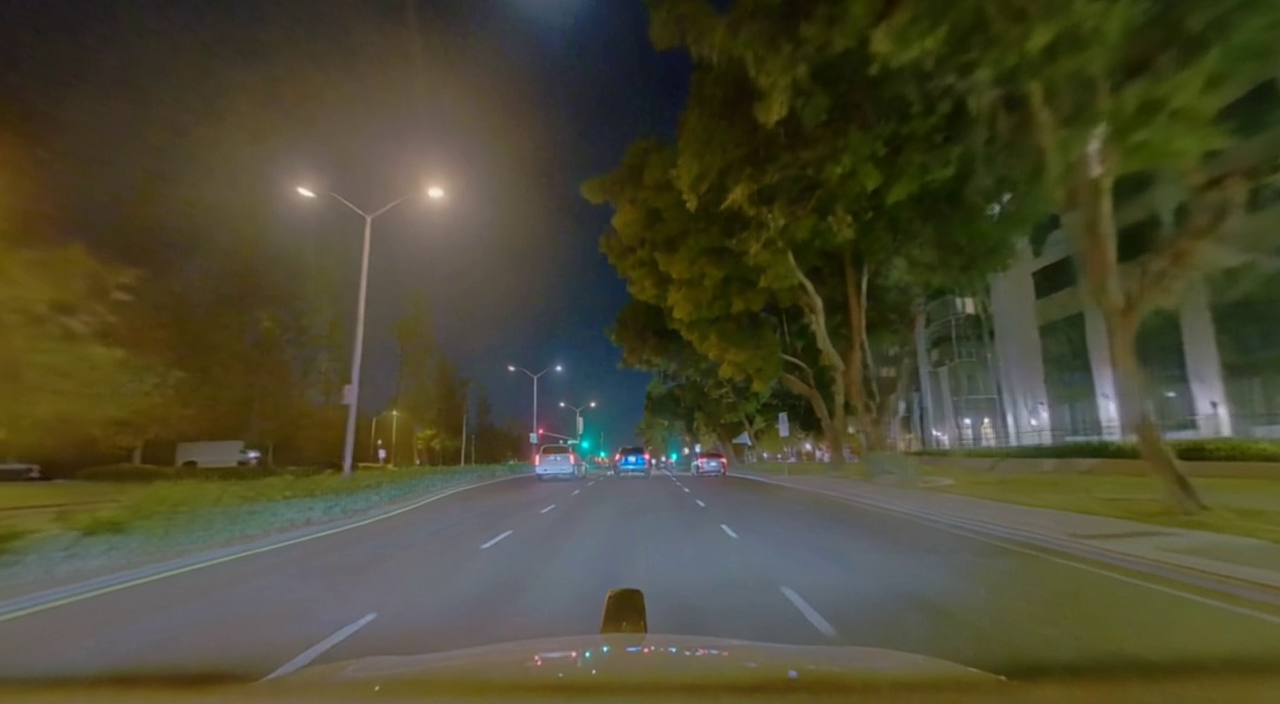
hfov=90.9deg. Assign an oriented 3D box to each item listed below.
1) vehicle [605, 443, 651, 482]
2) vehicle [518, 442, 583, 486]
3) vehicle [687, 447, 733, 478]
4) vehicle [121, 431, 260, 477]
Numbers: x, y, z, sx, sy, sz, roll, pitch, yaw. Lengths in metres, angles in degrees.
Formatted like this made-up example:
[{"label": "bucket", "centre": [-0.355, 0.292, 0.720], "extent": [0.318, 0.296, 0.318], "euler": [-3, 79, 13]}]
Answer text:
[{"label": "vehicle", "centre": [-0.503, 5.167, 29.850], "extent": [2.022, 1.700, 4.084], "euler": [0, -8, 1]}, {"label": "vehicle", "centre": [-3.731, 4.761, 27.108], "extent": [2.047, 1.710, 4.314], "euler": [0, -8, 2]}, {"label": "vehicle", "centre": [3.630, 5.795, 33.368], "extent": [1.847, 1.554, 4.052], "euler": [0, -8, -1]}, {"label": "vehicle", "centre": [-32.341, 7.492, 46.085], "extent": [2.768, 3.022, 9.215], "euler": [-1, -10, 4]}]
